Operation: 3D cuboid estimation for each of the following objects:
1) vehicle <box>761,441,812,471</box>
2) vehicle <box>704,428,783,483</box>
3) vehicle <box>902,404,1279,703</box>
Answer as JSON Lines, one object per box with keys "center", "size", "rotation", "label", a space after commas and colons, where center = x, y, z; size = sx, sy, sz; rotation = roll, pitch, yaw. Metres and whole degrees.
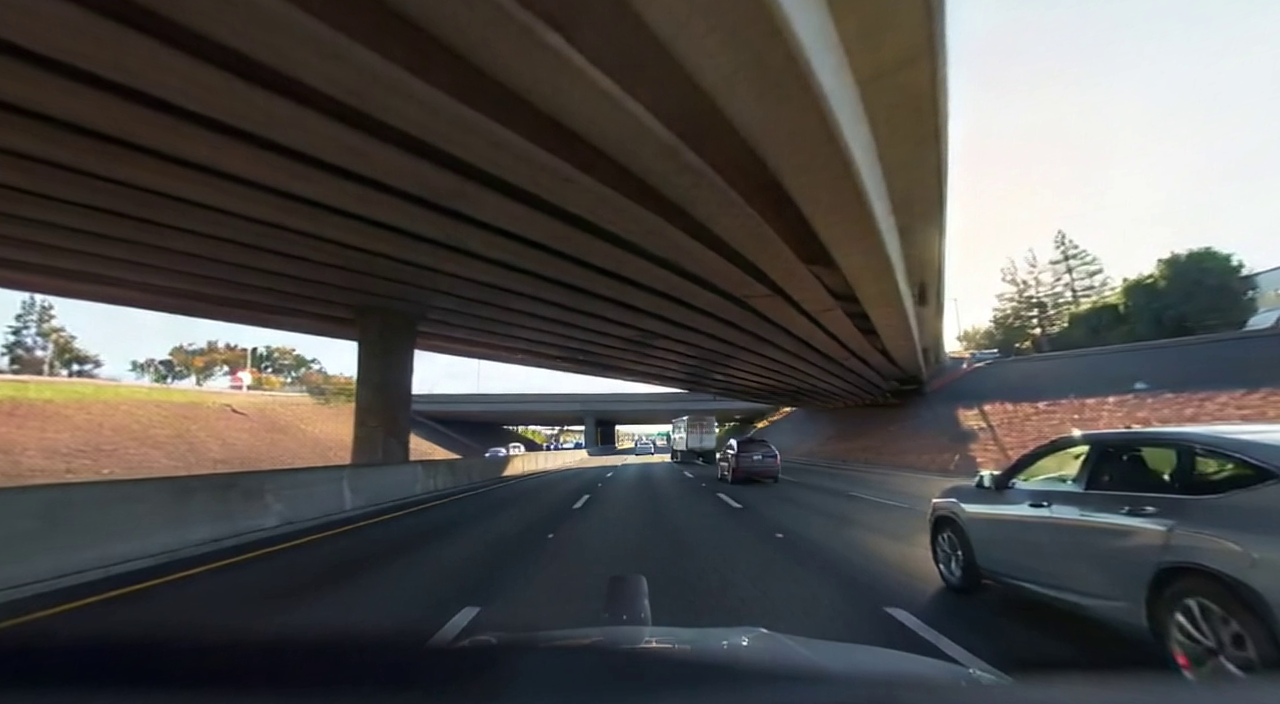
{"center": [7.642, 5.429, 33.217], "size": [1.828, 1.472, 3.805], "rotation": [0, -8, 1], "label": "vehicle"}
{"center": [3.795, 3.904, 24.036], "size": [2.086, 1.858, 4.737], "rotation": [0, -8, -1], "label": "vehicle"}
{"center": [3.582, 1.174, 4.050], "size": [1.902, 1.481, 4.451], "rotation": [0, -8, 0], "label": "vehicle"}
